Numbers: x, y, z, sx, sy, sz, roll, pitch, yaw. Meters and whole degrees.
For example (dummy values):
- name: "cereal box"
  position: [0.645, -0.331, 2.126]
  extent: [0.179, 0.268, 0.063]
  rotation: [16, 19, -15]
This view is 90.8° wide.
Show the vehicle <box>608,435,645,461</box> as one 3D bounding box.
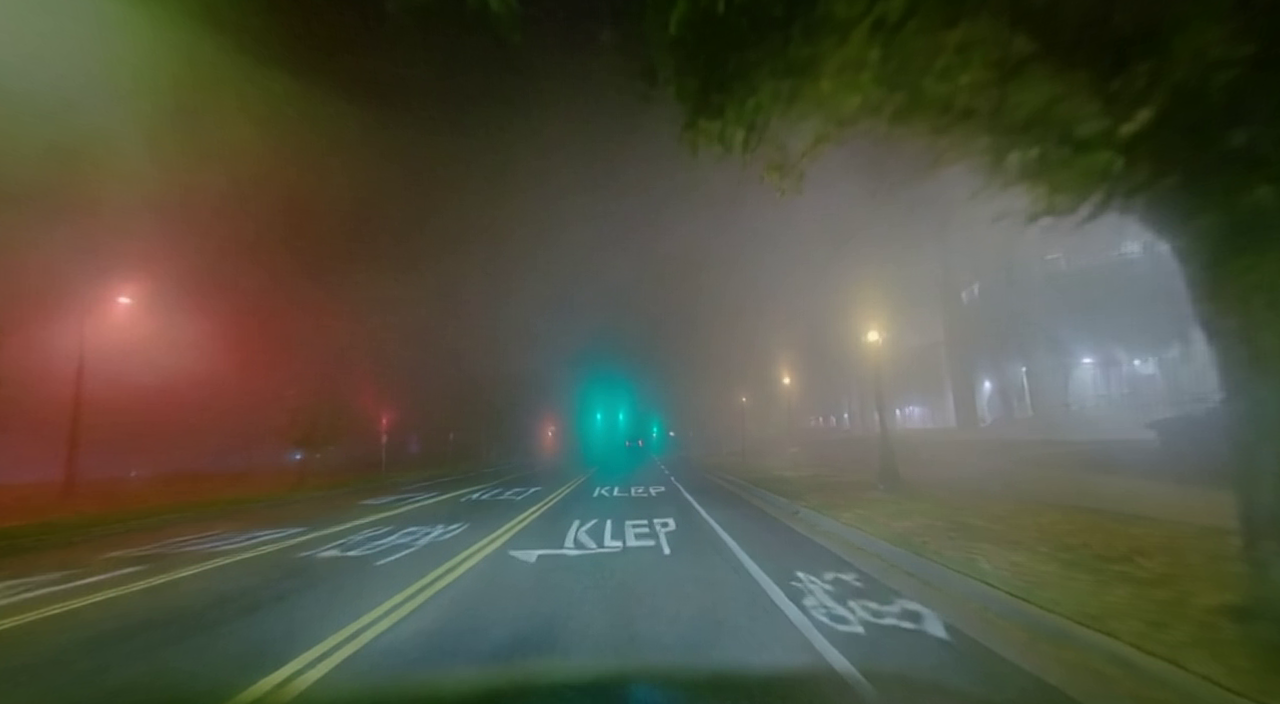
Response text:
- name: "vehicle"
  position: [-0.818, 5.873, 38.890]
  extent: [2.131, 1.474, 4.146]
  rotation: [0, -8, -1]
